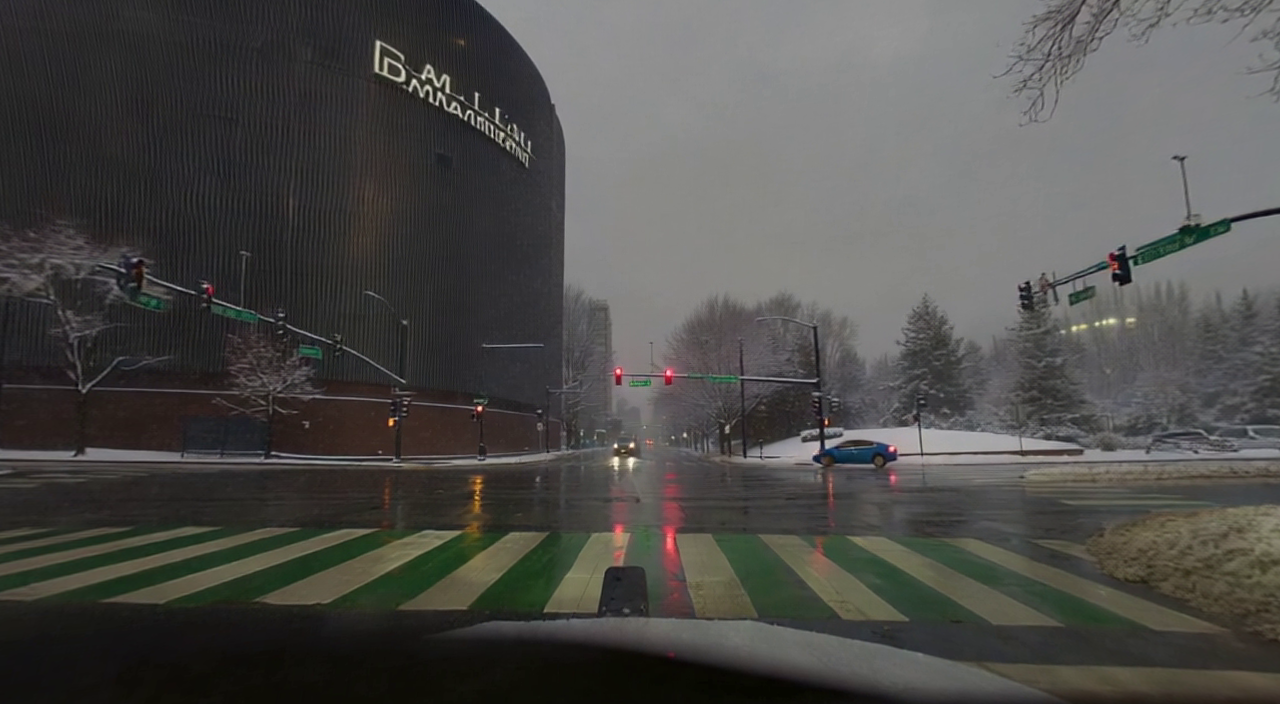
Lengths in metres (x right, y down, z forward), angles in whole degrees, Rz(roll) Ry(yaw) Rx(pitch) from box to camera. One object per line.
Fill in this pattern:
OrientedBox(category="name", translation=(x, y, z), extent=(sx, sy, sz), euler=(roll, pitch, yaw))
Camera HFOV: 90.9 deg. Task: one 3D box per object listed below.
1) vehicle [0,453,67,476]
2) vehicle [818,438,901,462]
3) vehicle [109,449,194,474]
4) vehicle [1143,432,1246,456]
OrientedBox(category="vehicle", translation=(-41.656, 7.636, 42.764), extent=(3.698, 1.467, 1.779), euler=(0, -8, 1))
OrientedBox(category="vehicle", translation=(13.559, 6.088, 39.199), extent=(4.529, 1.457, 1.981), euler=(-1, -9, 8))
OrientedBox(category="vehicle", translation=(-33.072, 7.404, 42.751), extent=(4.136, 1.661, 1.857), euler=(0, -8, 1))
OrientedBox(category="vehicle", translation=(36.171, 6.024, 41.200), extent=(4.767, 1.456, 1.858), euler=(-1, -8, 3))
